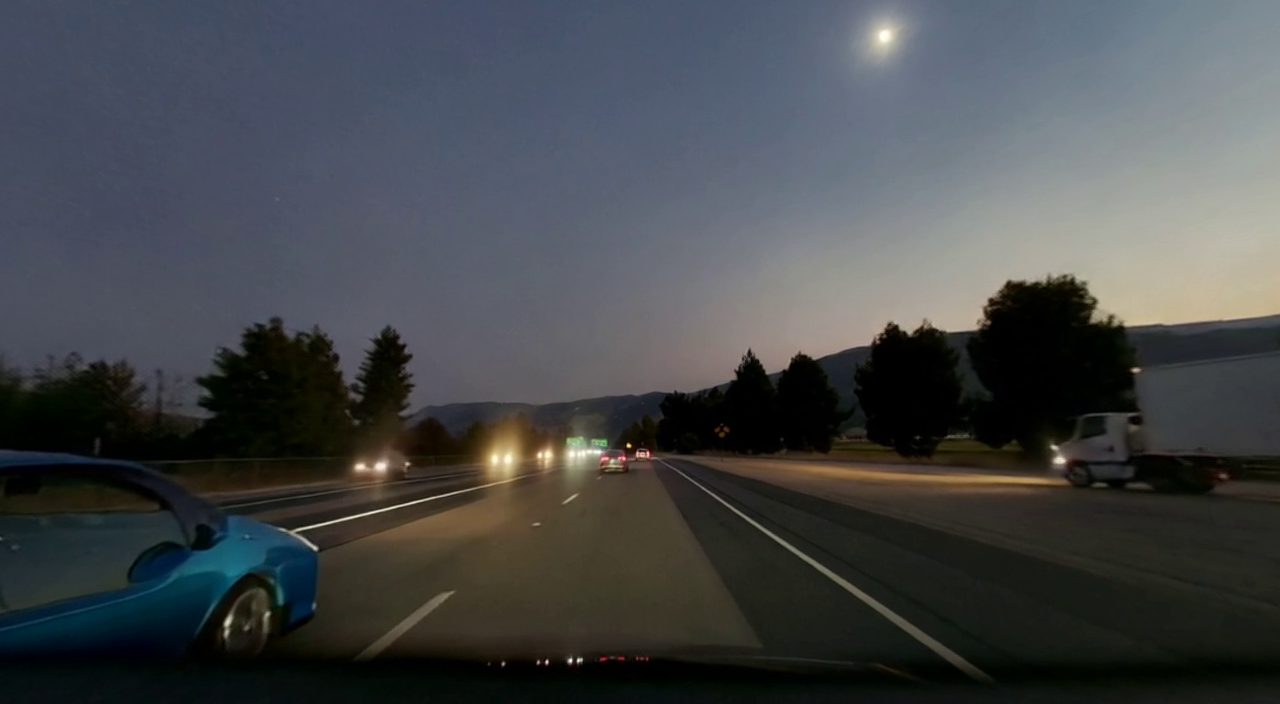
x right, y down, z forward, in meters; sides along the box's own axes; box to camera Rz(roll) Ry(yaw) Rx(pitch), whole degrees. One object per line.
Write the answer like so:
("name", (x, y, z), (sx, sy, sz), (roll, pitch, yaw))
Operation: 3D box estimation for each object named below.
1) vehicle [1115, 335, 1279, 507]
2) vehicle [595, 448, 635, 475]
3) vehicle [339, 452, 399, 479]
("vehicle", (17.734, 1.139, 12.483), (2.859, 4.163, 14.784), (-2, -8, -11))
("vehicle", (-1.423, 6.519, 37.803), (2.170, 1.451, 4.584), (0, -9, 1))
("vehicle", (-16.513, 6.907, 38.595), (1.859, 1.478, 3.995), (0, -9, 0))
